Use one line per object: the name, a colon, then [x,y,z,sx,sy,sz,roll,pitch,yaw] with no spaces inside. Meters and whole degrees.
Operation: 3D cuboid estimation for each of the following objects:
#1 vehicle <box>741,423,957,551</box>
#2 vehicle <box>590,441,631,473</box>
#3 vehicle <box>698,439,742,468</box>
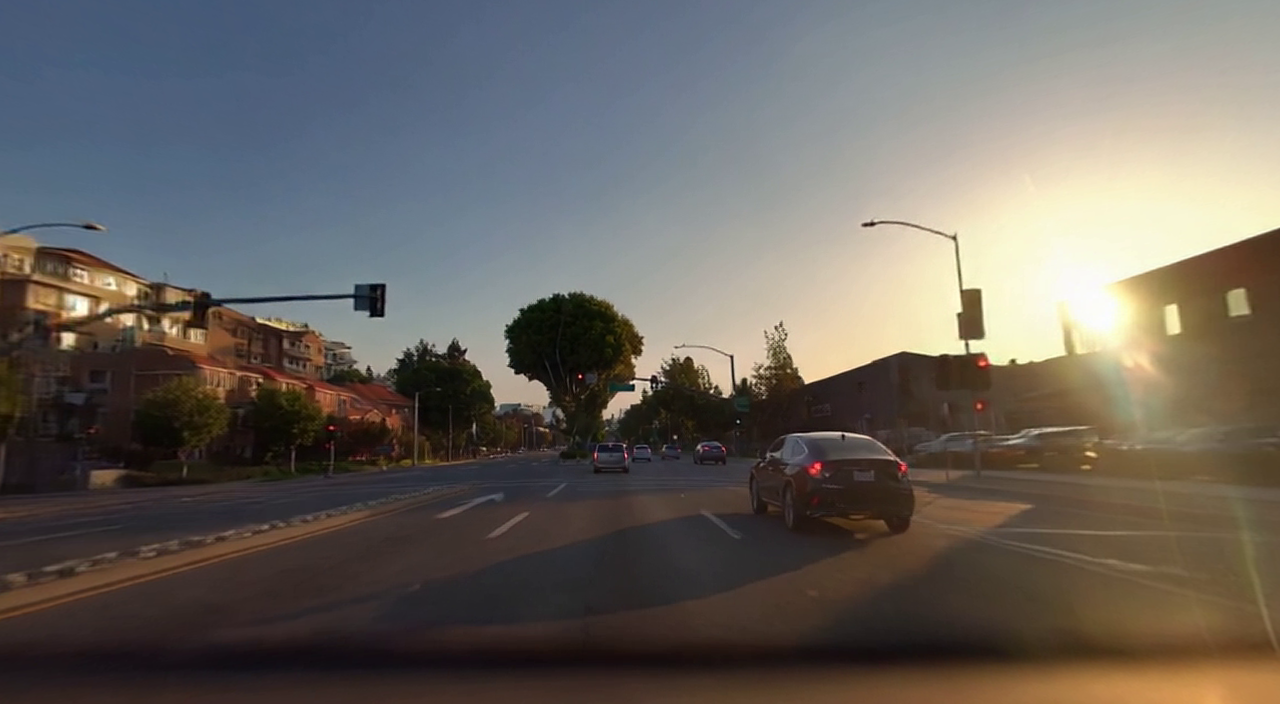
vehicle: [3.142,2.131,10.729,1.893,1.664,4.670,0,-9,-2]
vehicle: [-1.571,5.698,34.510,2.101,1.641,4.341,0,-9,-2]
vehicle: [5.432,6.980,43.652,2.052,1.886,5.297,1,-9,-4]
